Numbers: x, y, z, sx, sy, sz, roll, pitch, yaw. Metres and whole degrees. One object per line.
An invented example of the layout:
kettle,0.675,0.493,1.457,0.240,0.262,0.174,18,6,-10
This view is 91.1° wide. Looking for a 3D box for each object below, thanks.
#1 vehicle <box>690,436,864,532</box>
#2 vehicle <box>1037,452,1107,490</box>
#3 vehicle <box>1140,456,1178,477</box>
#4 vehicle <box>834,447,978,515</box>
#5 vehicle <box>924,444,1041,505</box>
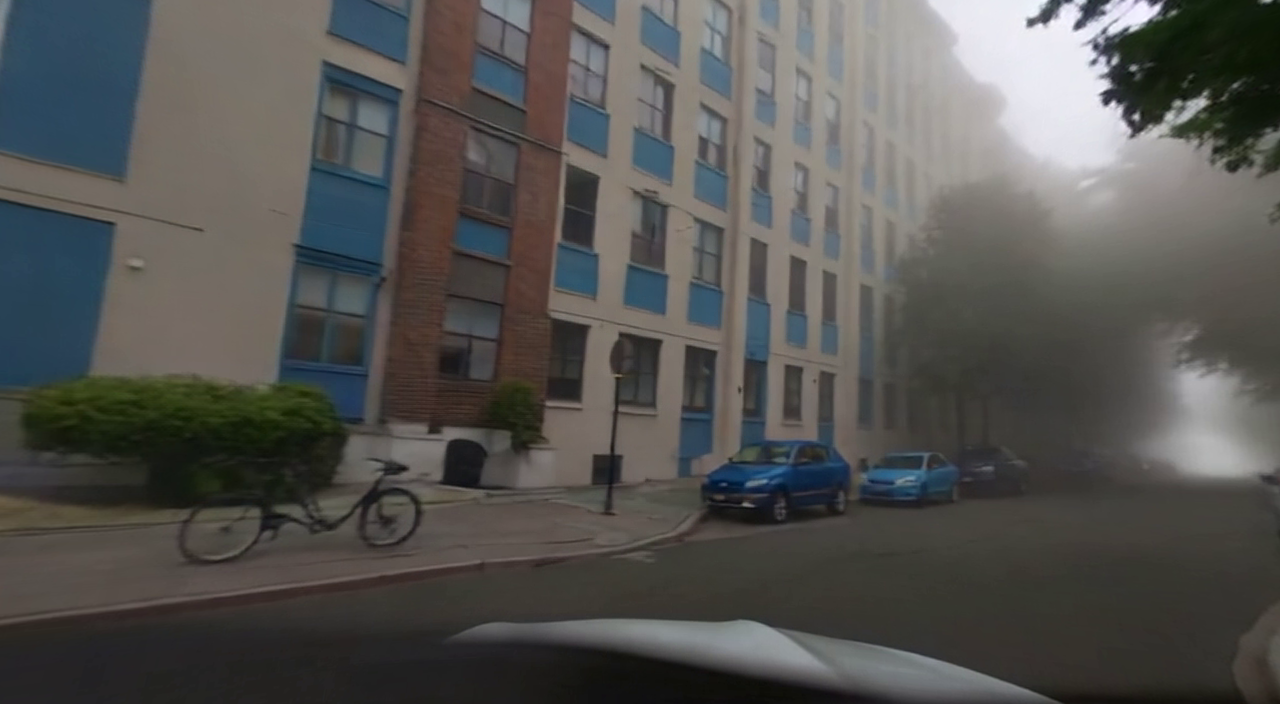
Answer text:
vehicle,2.706,2.405,12.071,1.719,1.519,3.414,-6,-10,43
vehicle,19.568,5.301,28.423,1.840,1.493,3.761,-7,-11,44
vehicle,41.228,9.028,49.907,3.801,1.473,1.841,8,-11,-44
vehicle,6.875,3.174,16.010,4.294,1.427,1.830,8,-11,-44
vehicle,10.747,3.704,19.600,4.302,1.629,1.942,8,-11,-44
